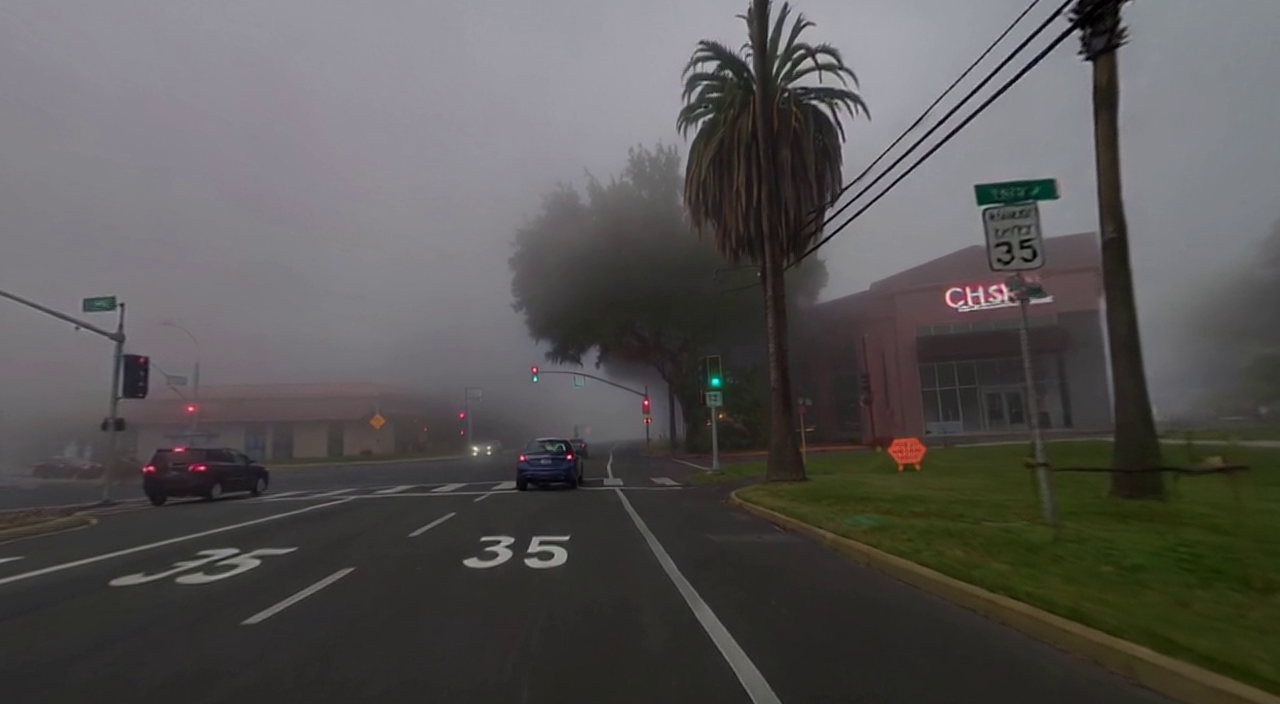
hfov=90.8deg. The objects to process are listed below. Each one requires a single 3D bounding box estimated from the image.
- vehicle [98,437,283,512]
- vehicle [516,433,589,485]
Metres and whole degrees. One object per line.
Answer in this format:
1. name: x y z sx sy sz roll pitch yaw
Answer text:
1. vehicle: -12.418 3.363 17.973 2.050 1.811 4.752 0 -8 -5
2. vehicle: -2.728 3.418 20.429 2.063 1.474 4.334 1 -8 -5
